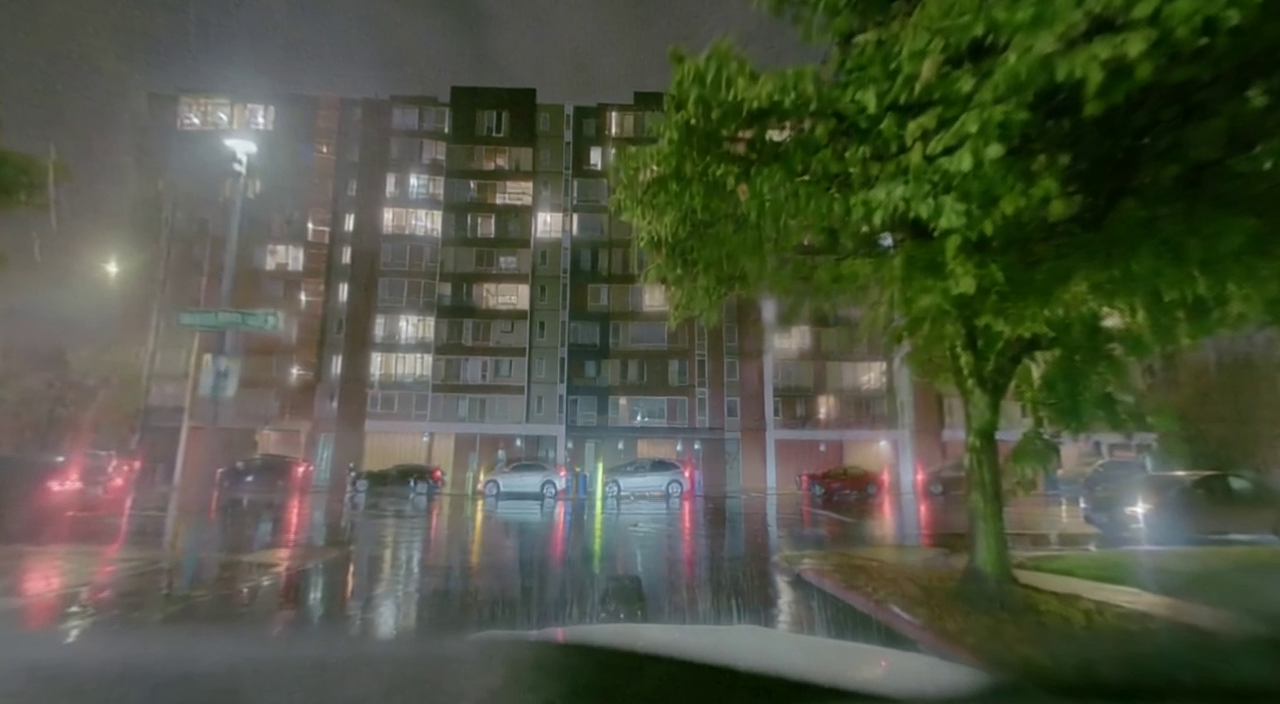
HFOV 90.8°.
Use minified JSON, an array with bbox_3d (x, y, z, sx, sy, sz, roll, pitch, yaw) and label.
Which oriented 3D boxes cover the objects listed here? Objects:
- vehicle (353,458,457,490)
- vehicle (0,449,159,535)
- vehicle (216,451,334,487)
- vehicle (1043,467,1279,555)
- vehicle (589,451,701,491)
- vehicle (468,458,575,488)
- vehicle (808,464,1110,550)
[{"bbox_3d":[-11.301,5.886,30.587,4.336,1.438,1.776,1,-9,-3],"label":"vehicle"},{"bbox_3d":[-12.430,2.674,12.344,4.359,1.519,1.964,0,-9,-1],"label":"vehicle"},{"bbox_3d":[-17.437,5.590,30.376,4.426,1.641,1.889,1,-10,-4],"label":"vehicle"},{"bbox_3d":[10.644,3.004,12.260,4.163,1.500,2.076,0,-10,0],"label":"vehicle"},{"bbox_3d":[0.168,5.802,30.809,5.299,1.860,2.098,1,-10,-4],"label":"vehicle"},{"bbox_3d":[-5.680,5.897,30.723,4.851,1.339,1.785,-1,-12,-2],"label":"vehicle"},{"bbox_3d":[5.896,2.920,12.222,4.714,1.471,1.978,0,-10,2],"label":"vehicle"}]
